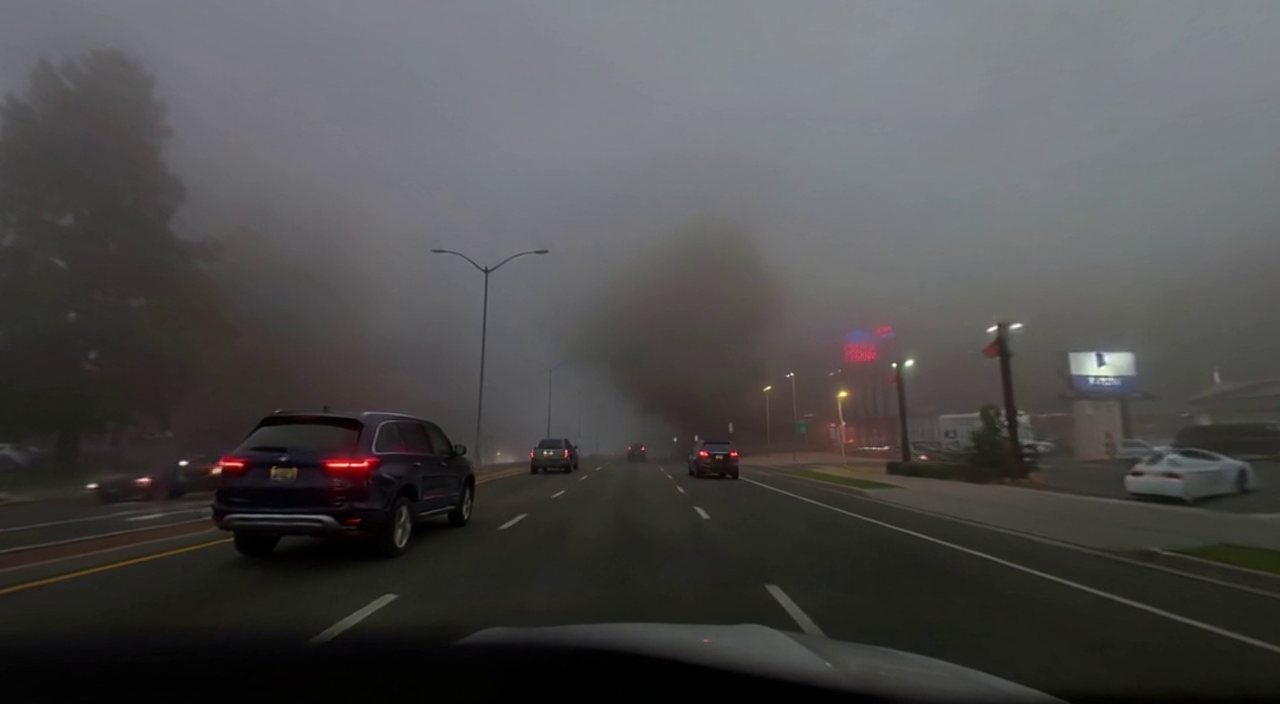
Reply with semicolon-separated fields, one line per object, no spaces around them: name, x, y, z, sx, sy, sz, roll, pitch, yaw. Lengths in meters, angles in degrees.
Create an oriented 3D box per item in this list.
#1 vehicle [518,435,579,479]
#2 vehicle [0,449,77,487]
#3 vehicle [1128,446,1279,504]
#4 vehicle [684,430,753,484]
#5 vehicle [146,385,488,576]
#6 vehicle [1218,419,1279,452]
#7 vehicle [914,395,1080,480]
vehicle;-3.900;4.564;27.514;2.014;1.775;4.404;0;-8;0
vehicle;-31.188;5.729;31.143;4.268;1.775;2.189;4;-9;-26
vehicle;16.624;3.468;18.171;4.701;1.470;1.985;4;-9;-26
vehicle;2.989;4.133;24.942;2.024;1.921;4.431;0;-8;-2
vehicle;-3.852;1.652;8.823;2.210;1.925;4.838;0;-8;0
vehicle;37.010;4.892;36.726;4.183;1.852;2.188;0;-9;-2
vehicle;15.686;3.943;28.599;2.642;3.252;8.515;1;-9;1
